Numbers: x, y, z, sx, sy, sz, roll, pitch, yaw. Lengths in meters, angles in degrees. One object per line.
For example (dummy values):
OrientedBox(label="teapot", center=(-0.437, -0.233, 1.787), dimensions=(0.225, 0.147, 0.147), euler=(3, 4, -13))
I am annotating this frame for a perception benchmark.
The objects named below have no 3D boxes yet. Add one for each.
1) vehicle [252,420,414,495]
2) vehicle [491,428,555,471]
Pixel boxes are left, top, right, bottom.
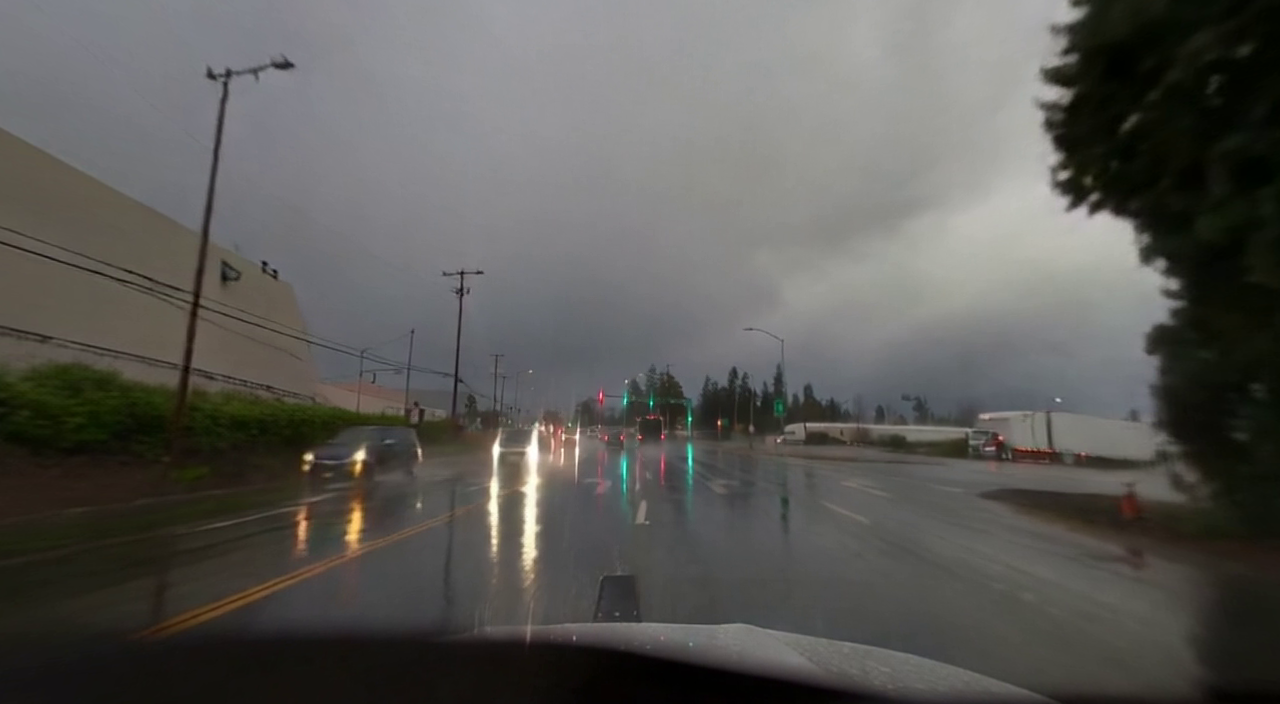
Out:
OrientedBox(label="vehicle", center=(-7.362, 2.542, 15.639), dimensions=(1.957, 1.588, 3.965), euler=(0, -7, 1))
OrientedBox(label="vehicle", center=(-4.395, 3.696, 24.243), dimensions=(1.727, 1.519, 3.805), euler=(0, -7, 0))
